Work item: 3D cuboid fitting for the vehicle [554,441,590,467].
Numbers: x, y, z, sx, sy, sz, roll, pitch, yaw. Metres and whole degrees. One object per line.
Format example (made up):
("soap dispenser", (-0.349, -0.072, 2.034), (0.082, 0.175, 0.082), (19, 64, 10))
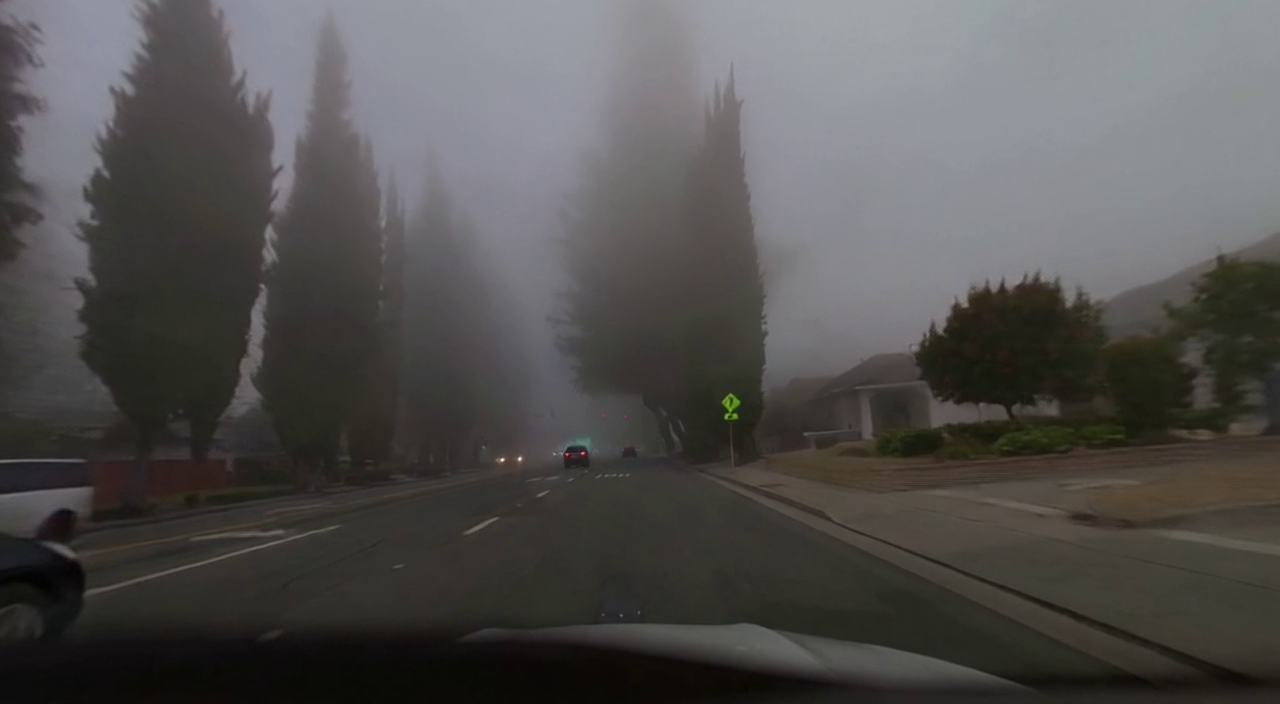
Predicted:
("vehicle", (-4.833, 7.269, 45.244), (2.065, 1.714, 4.272), (0, -8, 0))
